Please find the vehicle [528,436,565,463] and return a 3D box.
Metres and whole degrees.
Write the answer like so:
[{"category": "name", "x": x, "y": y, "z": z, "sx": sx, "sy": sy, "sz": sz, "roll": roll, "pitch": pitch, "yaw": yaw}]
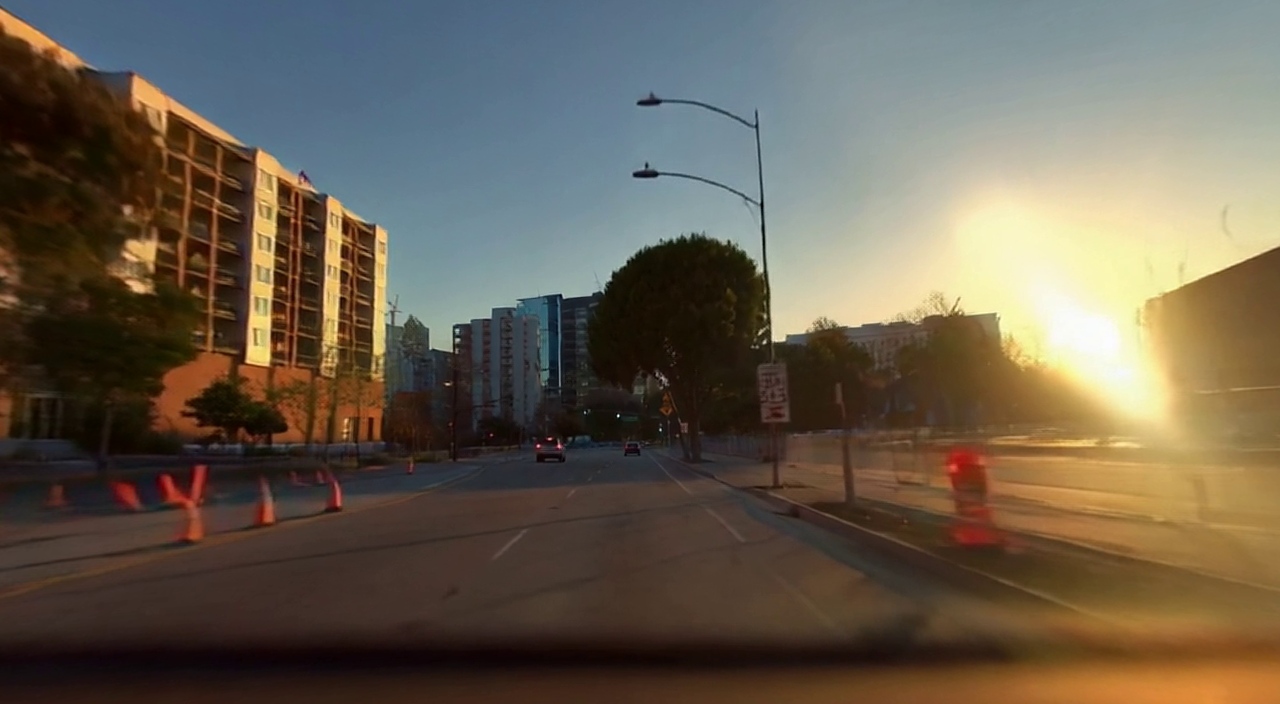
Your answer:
[{"category": "vehicle", "x": -6.419, "y": 6.731, "z": 43.649, "sx": 2.076, "sy": 1.724, "sz": 4.188, "roll": 0, "pitch": -8, "yaw": -3}]
